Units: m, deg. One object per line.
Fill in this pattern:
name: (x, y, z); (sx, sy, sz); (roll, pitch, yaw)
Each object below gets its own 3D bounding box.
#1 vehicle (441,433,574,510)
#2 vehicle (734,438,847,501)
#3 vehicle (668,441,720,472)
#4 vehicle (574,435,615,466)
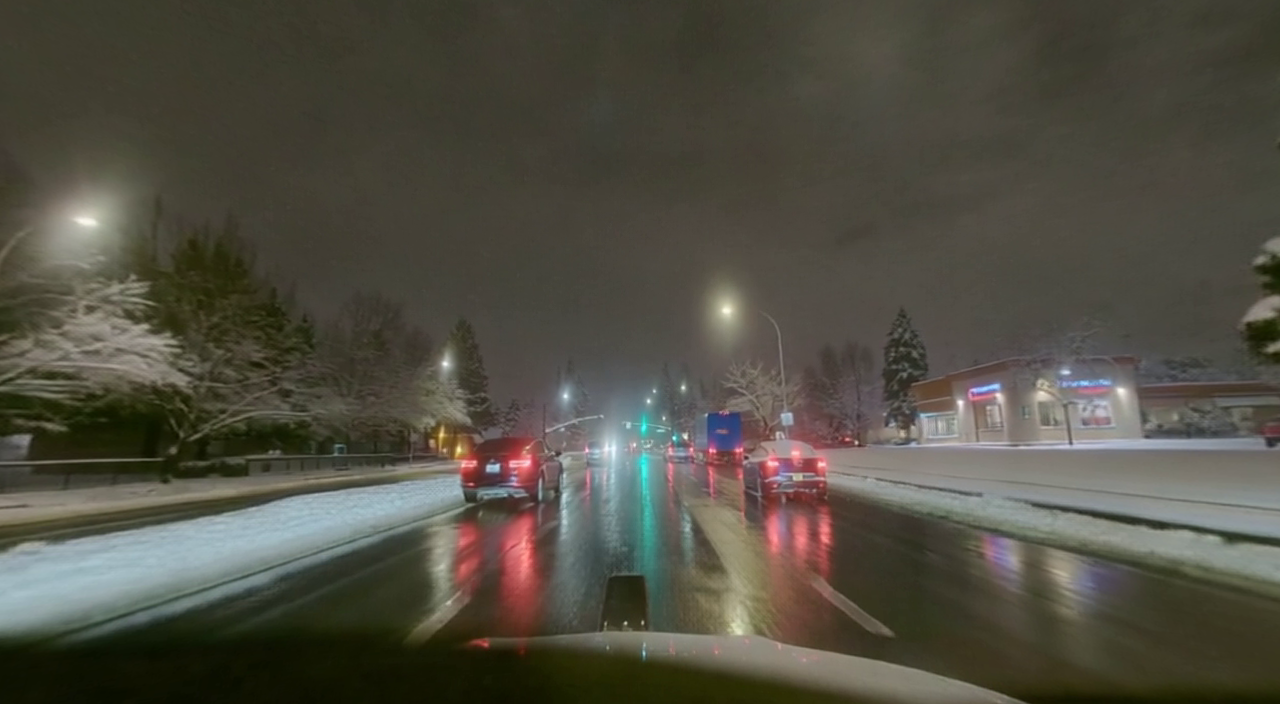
vehicle: (-2.855, 2.684, 14.693); (2.003, 1.509, 4.396); (0, -8, 2)
vehicle: (3.831, 3.059, 16.832); (1.972, 1.452, 4.189); (0, -8, 0)
vehicle: (2.706, 5.376, 32.730); (2.020, 1.461, 4.326); (1, -8, -5)
vehicle: (-2.694, 6.029, 38.662); (2.137, 1.796, 4.304); (0, -8, 1)
